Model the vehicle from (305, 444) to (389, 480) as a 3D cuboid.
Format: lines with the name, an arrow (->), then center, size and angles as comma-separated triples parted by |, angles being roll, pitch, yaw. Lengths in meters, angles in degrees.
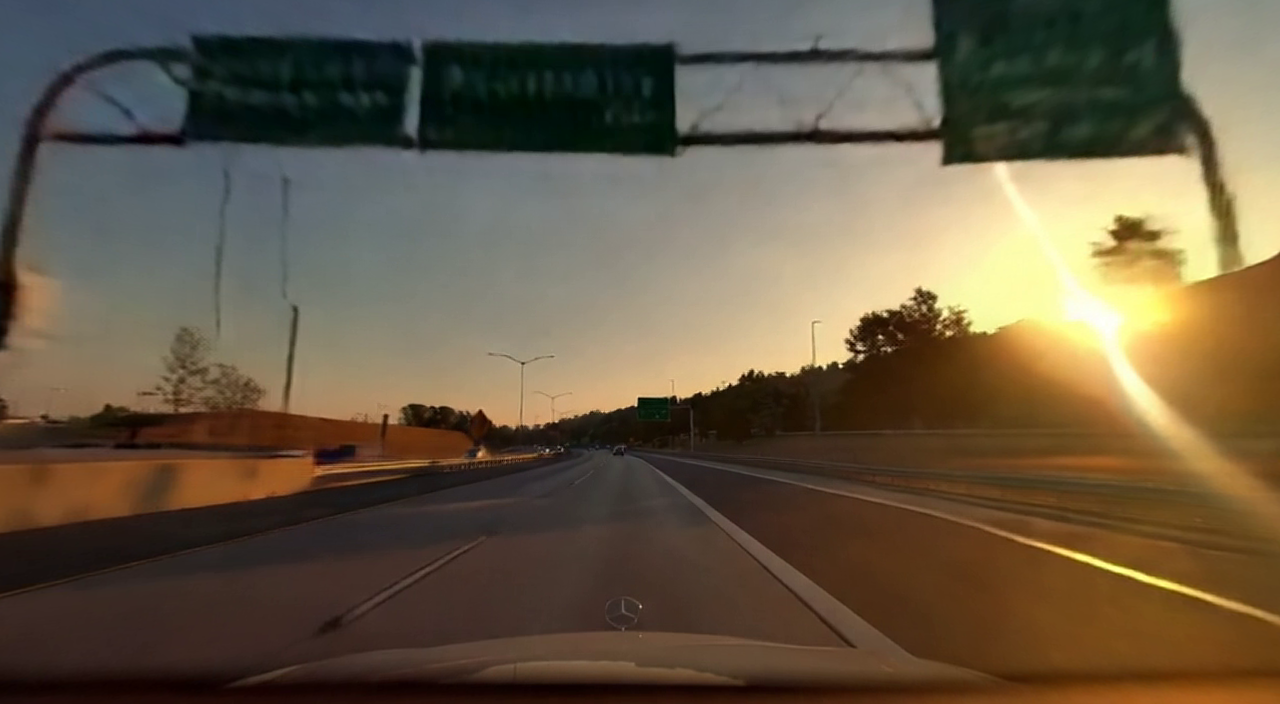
vehicle -> -13.367, 5.039, 28.876 | 1.812, 1.492, 4.184 | 0, -9, 0
